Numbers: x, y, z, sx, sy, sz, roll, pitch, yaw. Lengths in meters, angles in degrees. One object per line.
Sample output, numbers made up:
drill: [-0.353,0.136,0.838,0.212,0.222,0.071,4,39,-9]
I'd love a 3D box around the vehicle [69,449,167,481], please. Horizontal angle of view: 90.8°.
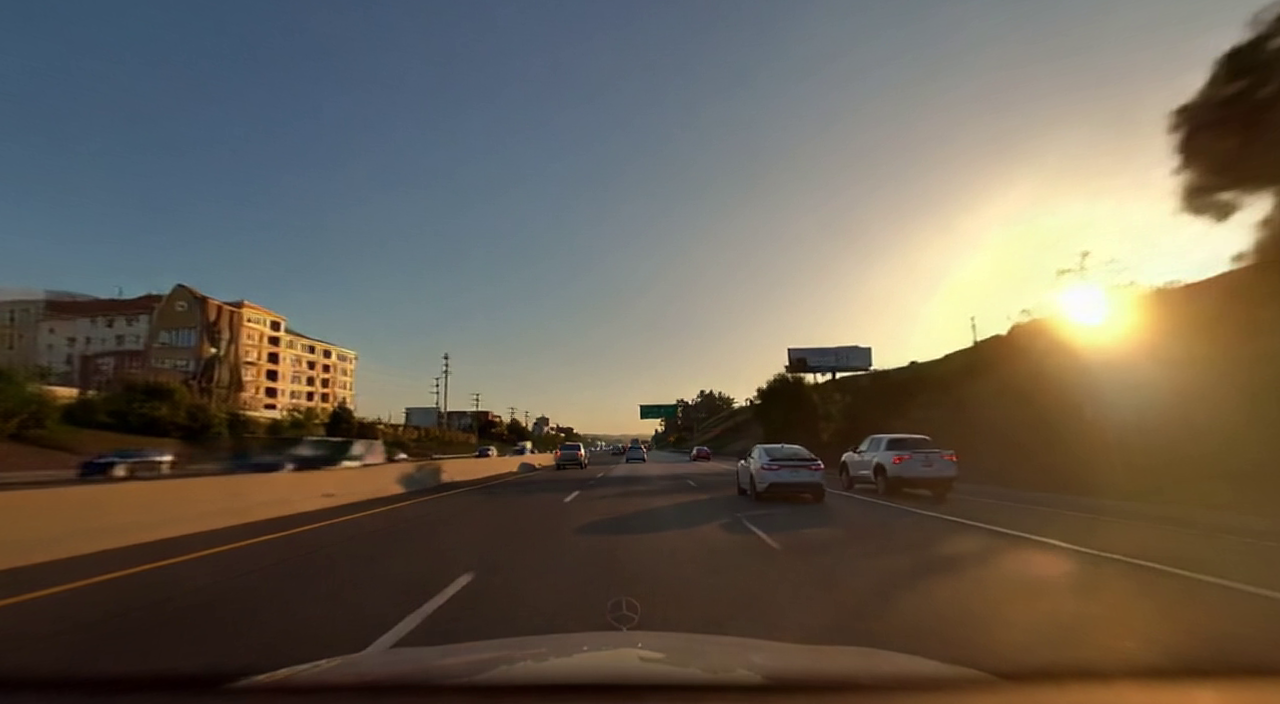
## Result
vehicle: [-31.775,6.860,38.685,1.957,1.790,4.792,0,-9,-2]

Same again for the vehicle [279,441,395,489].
vehicle: [-10.874,4.074,23.100,2.064,1.539,4.399,0,-9,0]

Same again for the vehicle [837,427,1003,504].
vehicle: [7.336,3.035,17.265,2.176,1.793,4.841,0,-9,-2]

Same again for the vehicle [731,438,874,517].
vehicle: [3.445,2.764,14.440,1.987,1.509,4.512,0,-9,-1]

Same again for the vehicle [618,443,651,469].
vehicle: [-0.379,7.163,43.786,2.191,1.685,4.015,0,-9,0]

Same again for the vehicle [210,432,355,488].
vehicle: [-14.585,4.456,26.390,2.503,2.021,6.039,0,-9,0]

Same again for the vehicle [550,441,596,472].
vehicle: [-3.957,6.290,38.292,2.256,1.756,4.745,0,-9,0]
